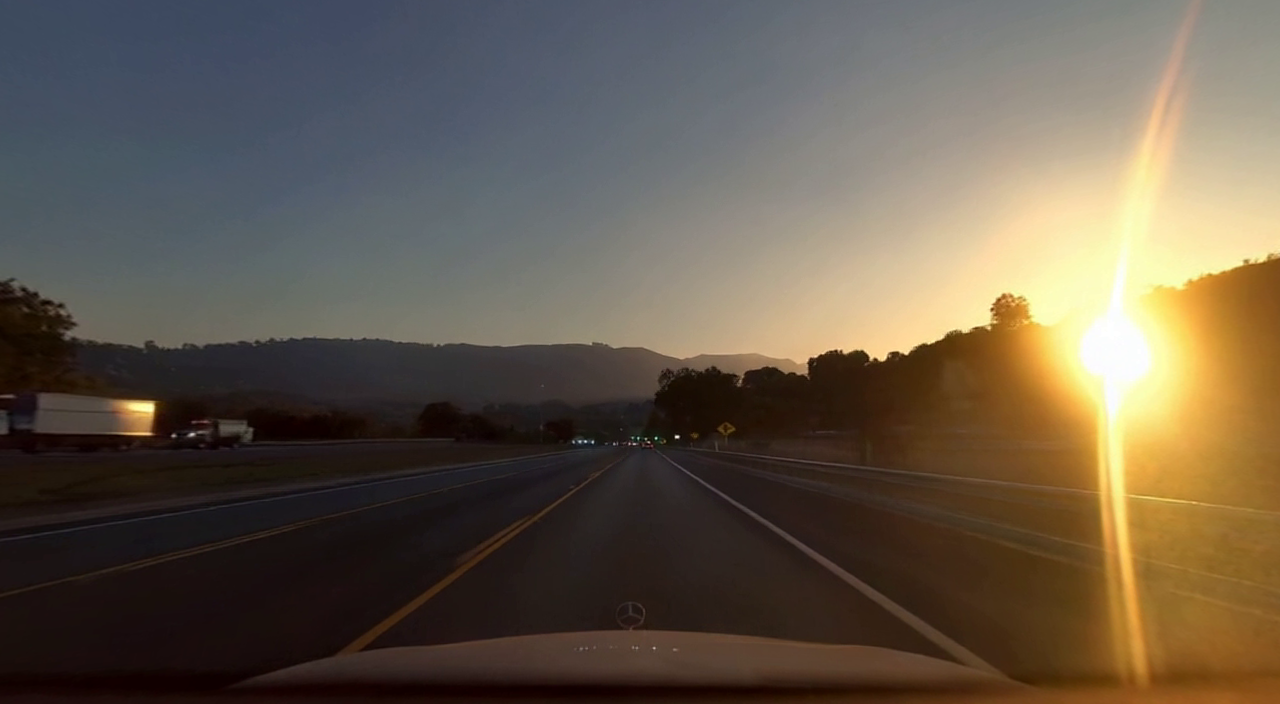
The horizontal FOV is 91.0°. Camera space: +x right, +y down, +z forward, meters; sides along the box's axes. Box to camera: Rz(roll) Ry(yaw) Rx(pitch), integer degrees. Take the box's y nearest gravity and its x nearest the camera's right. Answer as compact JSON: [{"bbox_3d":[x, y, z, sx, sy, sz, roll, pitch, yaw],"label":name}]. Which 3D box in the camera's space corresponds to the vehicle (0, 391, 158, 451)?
[{"bbox_3d":[-44.825,5.543,48.807,2.926,4.043,14.813,0,-8,1],"label":"vehicle"}]
